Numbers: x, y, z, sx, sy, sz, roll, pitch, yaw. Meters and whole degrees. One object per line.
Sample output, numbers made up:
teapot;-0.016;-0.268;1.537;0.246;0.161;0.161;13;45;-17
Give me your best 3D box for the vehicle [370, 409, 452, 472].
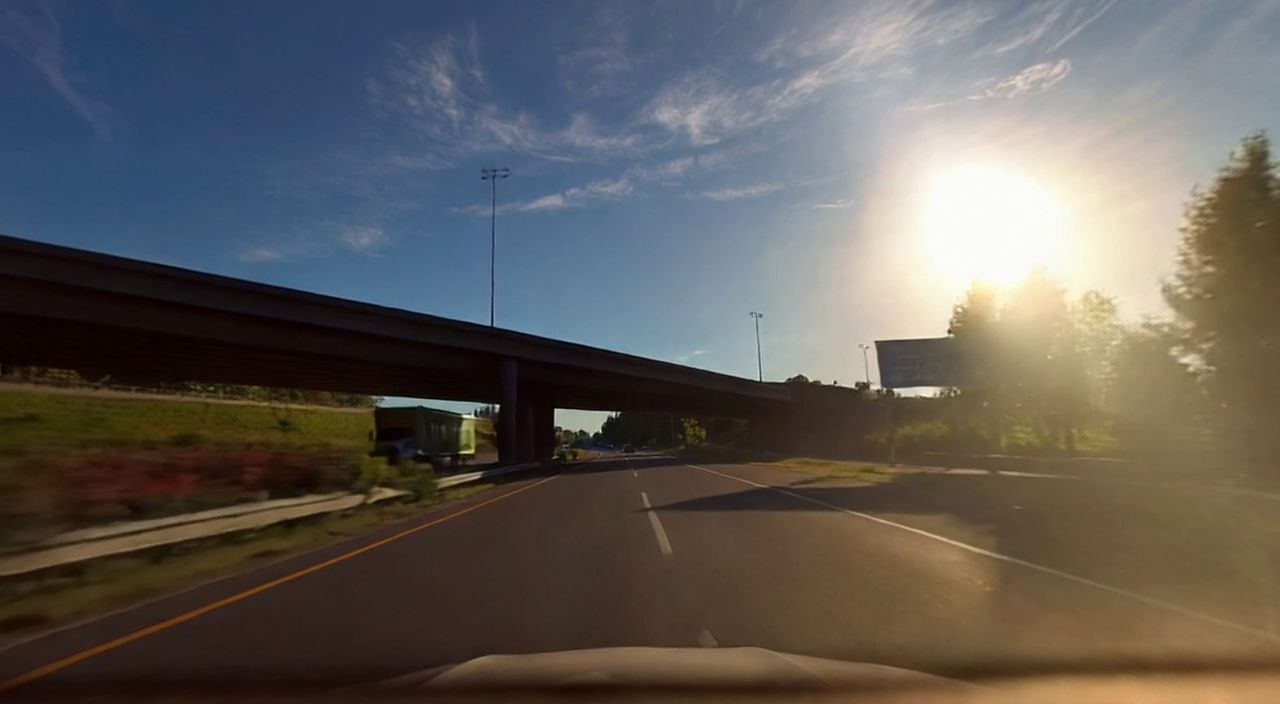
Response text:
vehicle;-15.804;6.183;43.971;3.391;4.040;5.988;1;-9;-1
